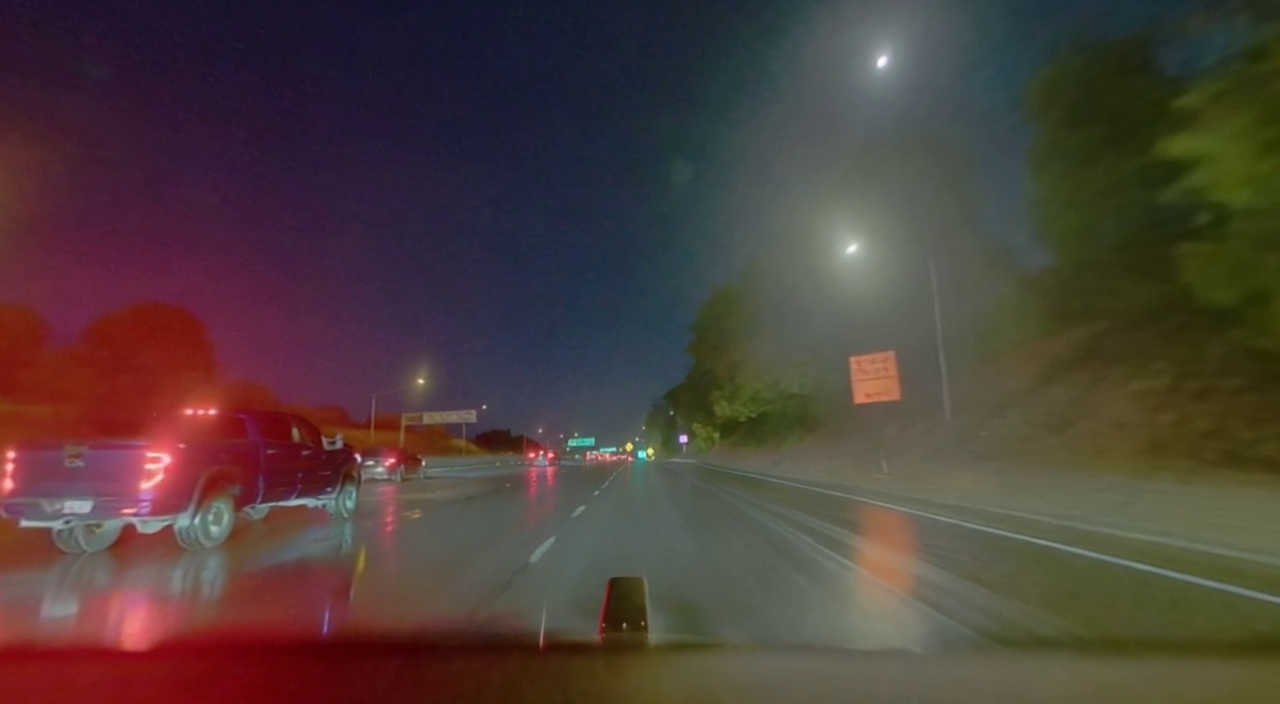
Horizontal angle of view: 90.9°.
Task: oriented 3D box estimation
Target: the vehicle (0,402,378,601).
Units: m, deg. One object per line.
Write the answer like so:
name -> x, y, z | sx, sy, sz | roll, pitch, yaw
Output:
vehicle -> -6.242, 1.804, 8.879 | 2.403, 1.773, 6.276 | 0, -8, 0

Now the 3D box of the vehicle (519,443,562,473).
vehicle -> -6.162, 6.594, 39.610 | 2.009, 1.735, 4.358 | 0, -8, 0

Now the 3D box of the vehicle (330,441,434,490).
vehicle -> -9.773, 4.295, 24.322 | 2.060, 1.662, 4.469 | 0, -8, 1
